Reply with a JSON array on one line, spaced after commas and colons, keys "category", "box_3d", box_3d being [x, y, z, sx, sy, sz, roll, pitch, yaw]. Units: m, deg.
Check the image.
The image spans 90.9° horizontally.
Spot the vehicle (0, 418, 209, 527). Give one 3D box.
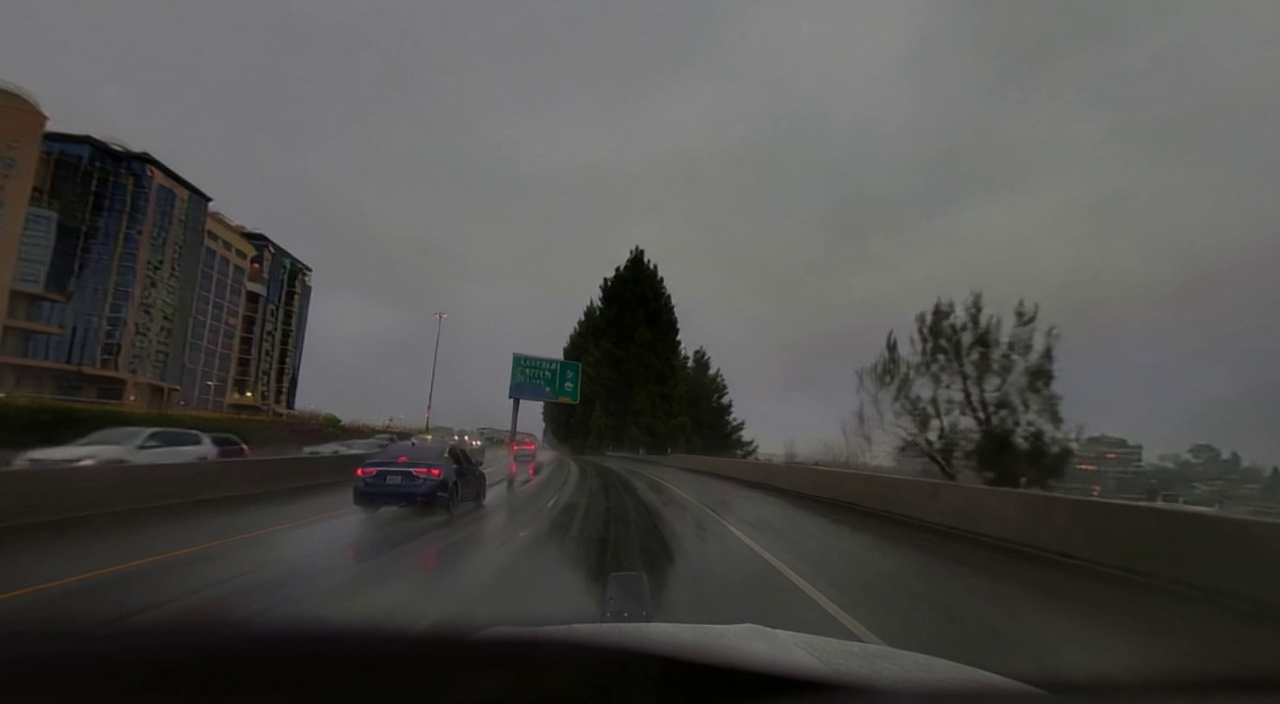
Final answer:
[{"category": "vehicle", "box_3d": [-11.028, 2.239, 12.240, 2.028, 1.675, 4.870, 0, -9, -3]}]

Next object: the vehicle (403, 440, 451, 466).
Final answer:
[{"category": "vehicle", "box_3d": [-13.282, 6.330, 39.569, 1.957, 1.514, 4.528, 1, -9, -7]}]

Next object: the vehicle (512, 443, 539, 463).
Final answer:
[{"category": "vehicle", "box_3d": [-8.882, 7.841, 49.115, 1.885, 1.469, 4.211, 1, -9, -9]}]

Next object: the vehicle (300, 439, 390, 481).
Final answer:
[{"category": "vehicle", "box_3d": [-11.737, 4.295, 25.371, 1.897, 1.538, 4.033, 0, -9, -4]}]
